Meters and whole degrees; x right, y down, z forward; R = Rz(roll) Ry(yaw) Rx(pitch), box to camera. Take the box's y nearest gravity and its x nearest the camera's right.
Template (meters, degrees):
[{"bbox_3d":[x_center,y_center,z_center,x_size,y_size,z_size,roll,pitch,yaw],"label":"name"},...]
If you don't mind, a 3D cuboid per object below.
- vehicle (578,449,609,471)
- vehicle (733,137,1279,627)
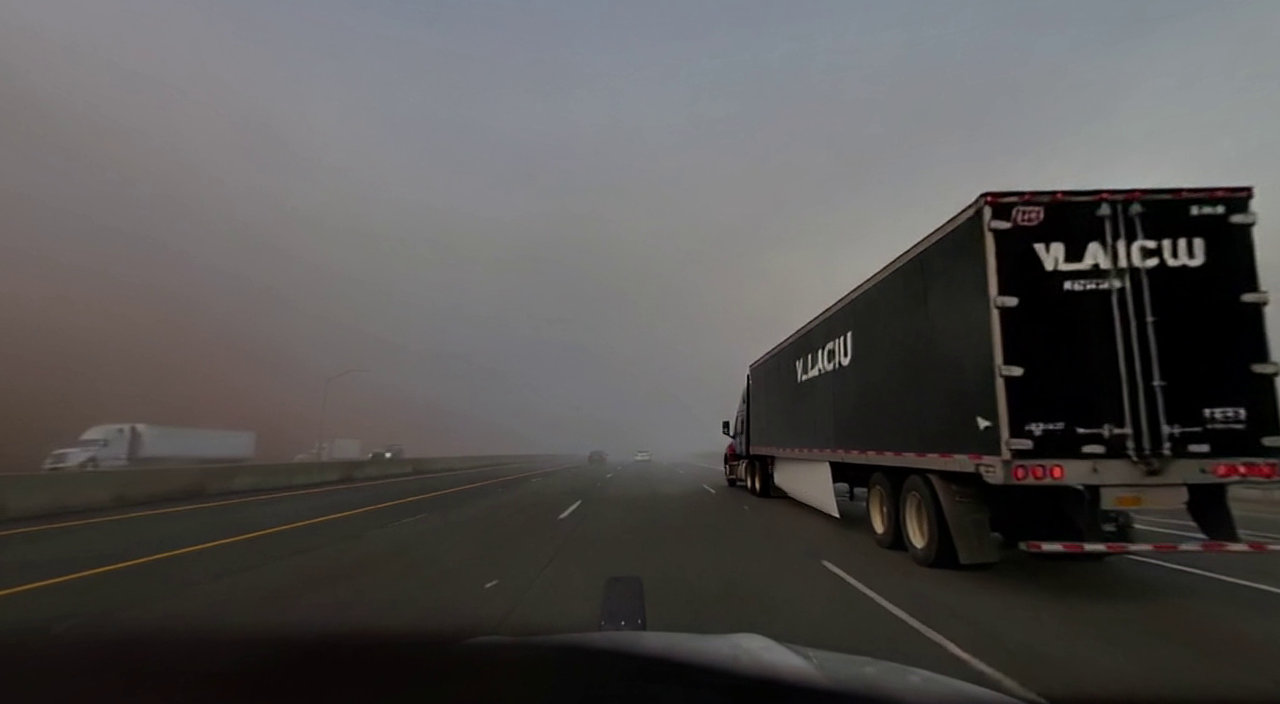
[{"bbox_3d":[-3.568,8.334,49.011,2.107,1.626,4.804,0,-9,0],"label":"vehicle"},{"bbox_3d":[4.446,1.205,12.270,2.847,4.075,14.244,0,-9,-1],"label":"vehicle"}]
